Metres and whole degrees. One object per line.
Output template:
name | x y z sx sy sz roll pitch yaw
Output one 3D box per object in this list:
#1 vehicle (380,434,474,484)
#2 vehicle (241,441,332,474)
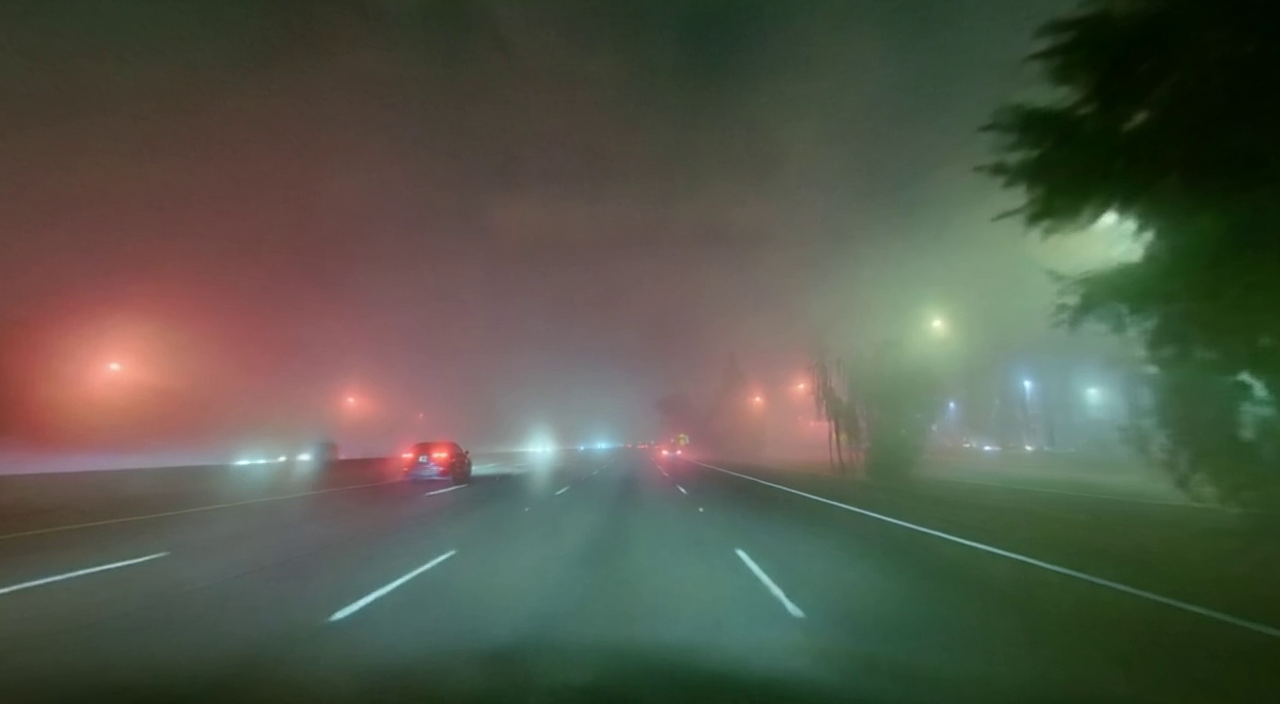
vehicle | -8.009 4.061 24.233 2.089 1.724 4.327 0 -9 0
vehicle | -17.929 5.340 32.306 2.022 1.536 4.479 0 -9 0
